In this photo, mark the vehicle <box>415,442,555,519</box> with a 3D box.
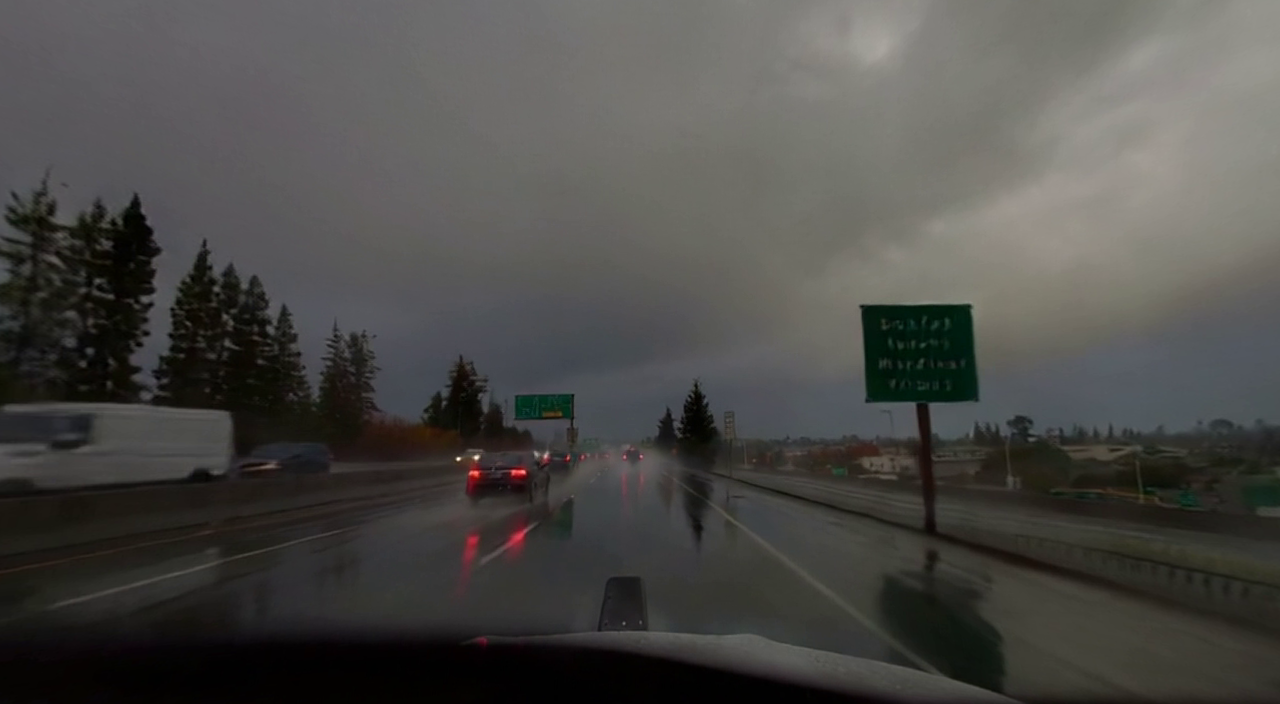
[{"bbox_3d":[-3.402,2.906,14.899,2.067,1.509,4.551,0,-8,1],"label":"vehicle"}]

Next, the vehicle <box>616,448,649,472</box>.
[{"bbox_3d":[-0.489,7.173,42.030,2.100,1.471,3.956,0,-8,-1],"label":"vehicle"}]

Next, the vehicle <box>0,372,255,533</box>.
[{"bbox_3d":[-13.450,2.426,15.490,3.032,2.987,7.725,0,-8,0],"label":"vehicle"}]

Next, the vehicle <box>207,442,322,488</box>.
[{"bbox_3d":[-17.565,5.272,29.934,2.117,1.959,5.557,0,-8,-1],"label":"vehicle"}]
